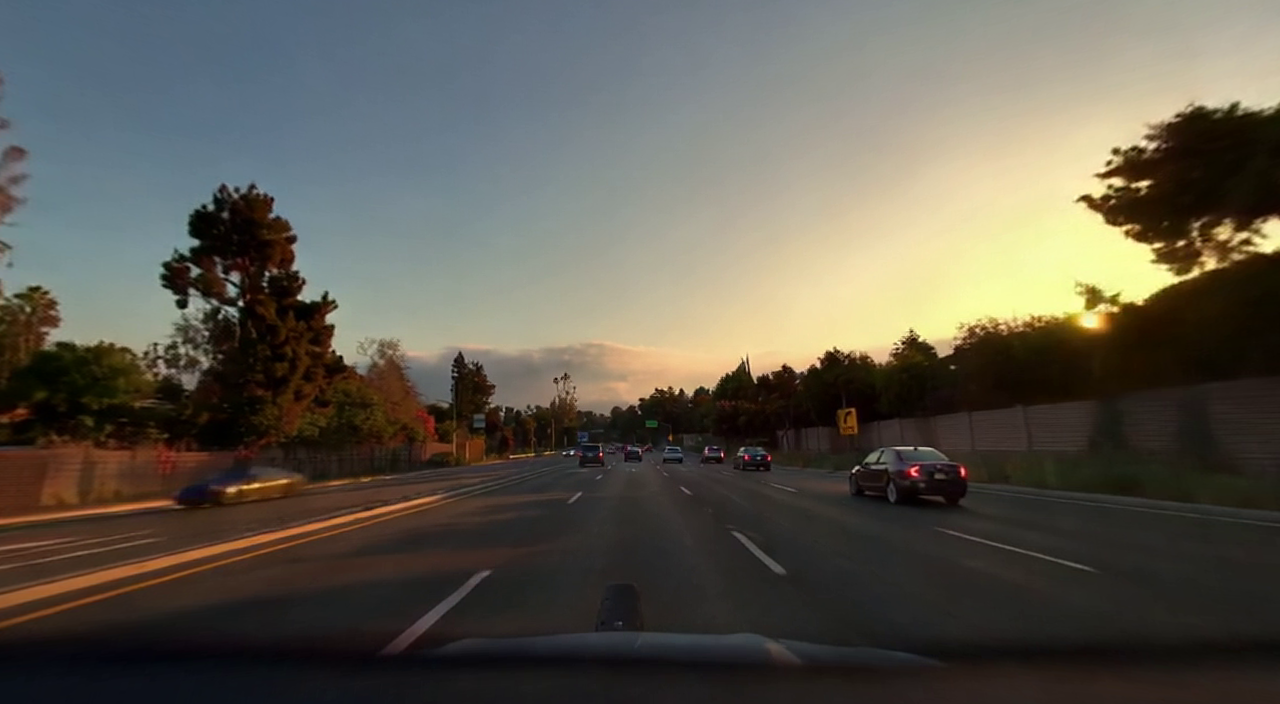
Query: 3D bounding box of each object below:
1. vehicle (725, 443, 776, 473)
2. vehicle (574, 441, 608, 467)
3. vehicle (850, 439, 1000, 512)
[{"bbox_3d":[6.306,6.074,36.479,1.987,1.597,4.463,0,-8,-2],"label":"vehicle"},{"bbox_3d":[-3.546,7.549,46.791,2.230,1.827,4.406,0,-8,-1],"label":"vehicle"},{"bbox_3d":[6.657,2.882,15.253,1.838,1.518,3.713,0,-8,0],"label":"vehicle"}]
